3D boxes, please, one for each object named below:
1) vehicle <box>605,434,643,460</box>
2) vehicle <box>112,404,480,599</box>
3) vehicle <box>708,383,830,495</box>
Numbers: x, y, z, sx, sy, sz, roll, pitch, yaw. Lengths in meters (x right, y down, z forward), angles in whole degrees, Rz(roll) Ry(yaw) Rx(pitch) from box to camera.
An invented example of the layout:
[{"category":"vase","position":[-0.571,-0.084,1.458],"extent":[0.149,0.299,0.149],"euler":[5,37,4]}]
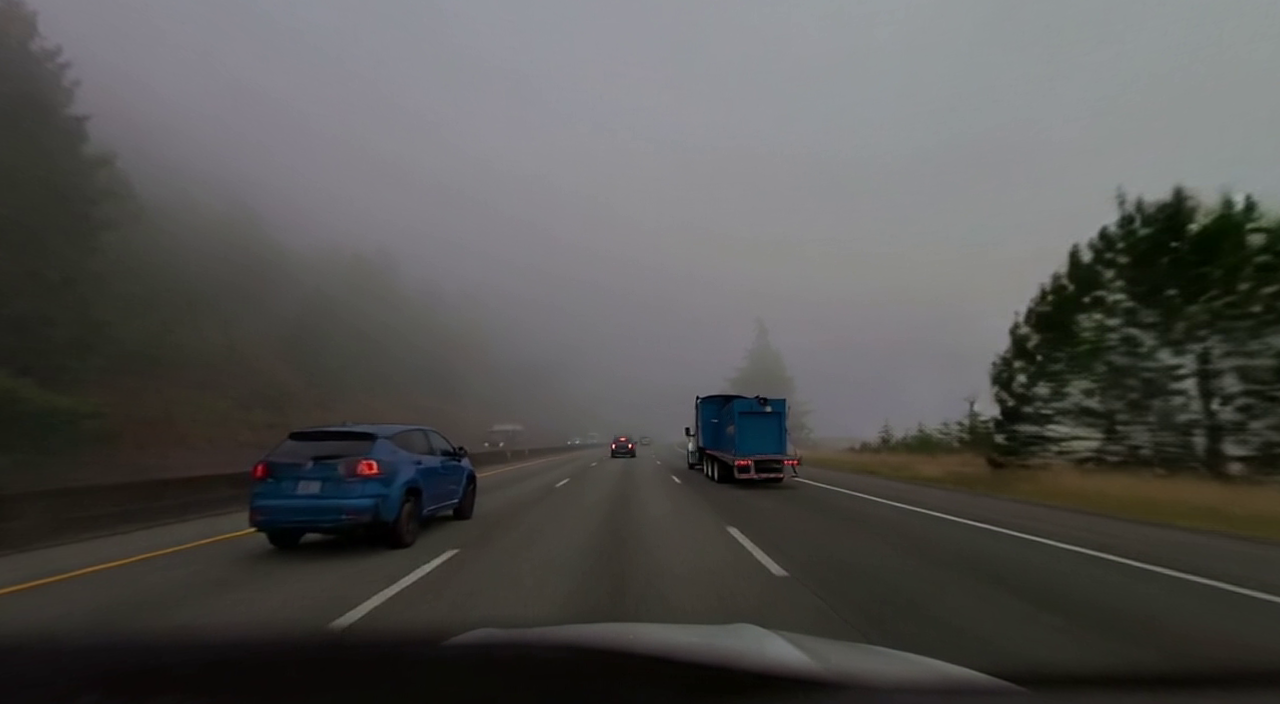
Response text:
[{"category":"vehicle","position":[-0.933,5.945,39.485],"extent":[2.195,1.529,4.572],"euler":[0,-8,1]},{"category":"vehicle","position":[-3.373,1.520,7.347],"extent":[2.008,1.588,4.147],"euler":[0,-8,-1]},{"category":"vehicle","position":[3.203,2.286,16.638],"extent":[2.256,2.568,4.049],"euler":[0,-8,-1]}]
